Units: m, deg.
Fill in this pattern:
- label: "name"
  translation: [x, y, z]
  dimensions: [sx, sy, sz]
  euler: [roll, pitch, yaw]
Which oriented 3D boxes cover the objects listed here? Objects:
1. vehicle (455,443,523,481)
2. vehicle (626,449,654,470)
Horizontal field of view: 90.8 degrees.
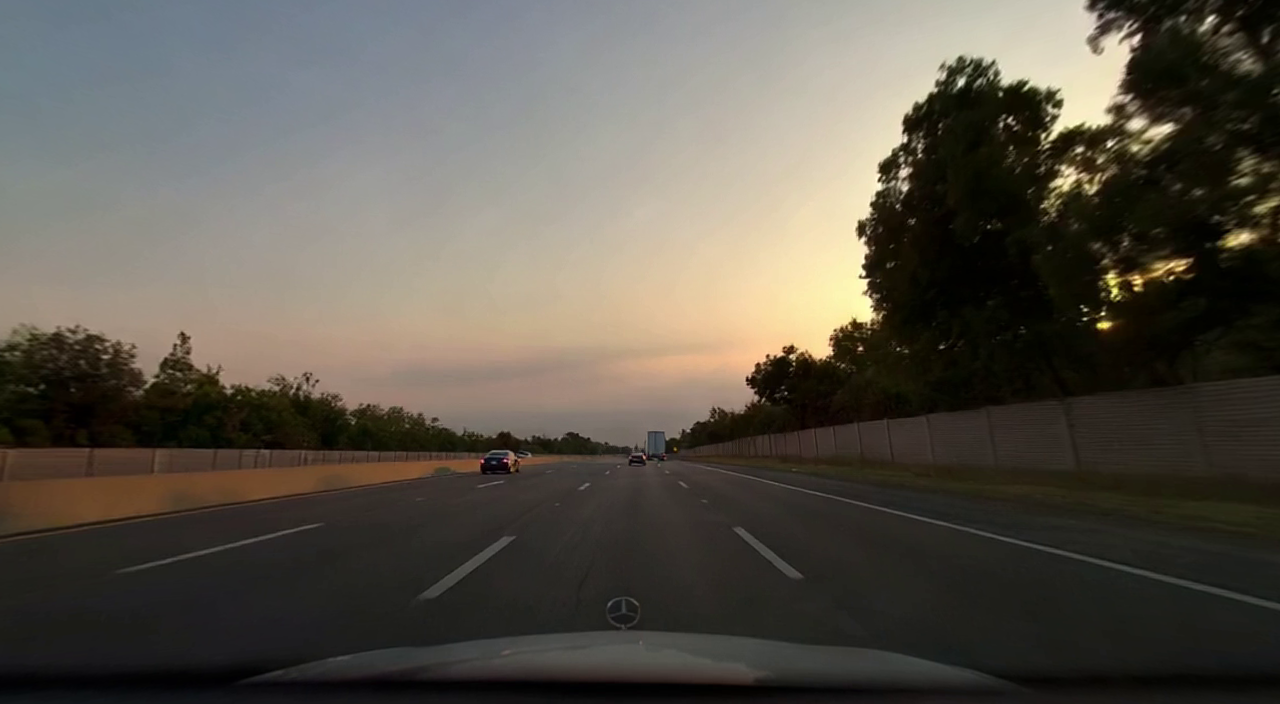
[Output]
- label: "vehicle"
  translation: [-7.330, 5.377, 31.117]
  dimensions: [2.123, 1.671, 4.579]
  euler: [-1, -9, 1]
- label: "vehicle"
  translation: [-0.030, 8.314, 48.951]
  dimensions: [2.033, 1.465, 3.775]
  euler: [0, -9, -1]
